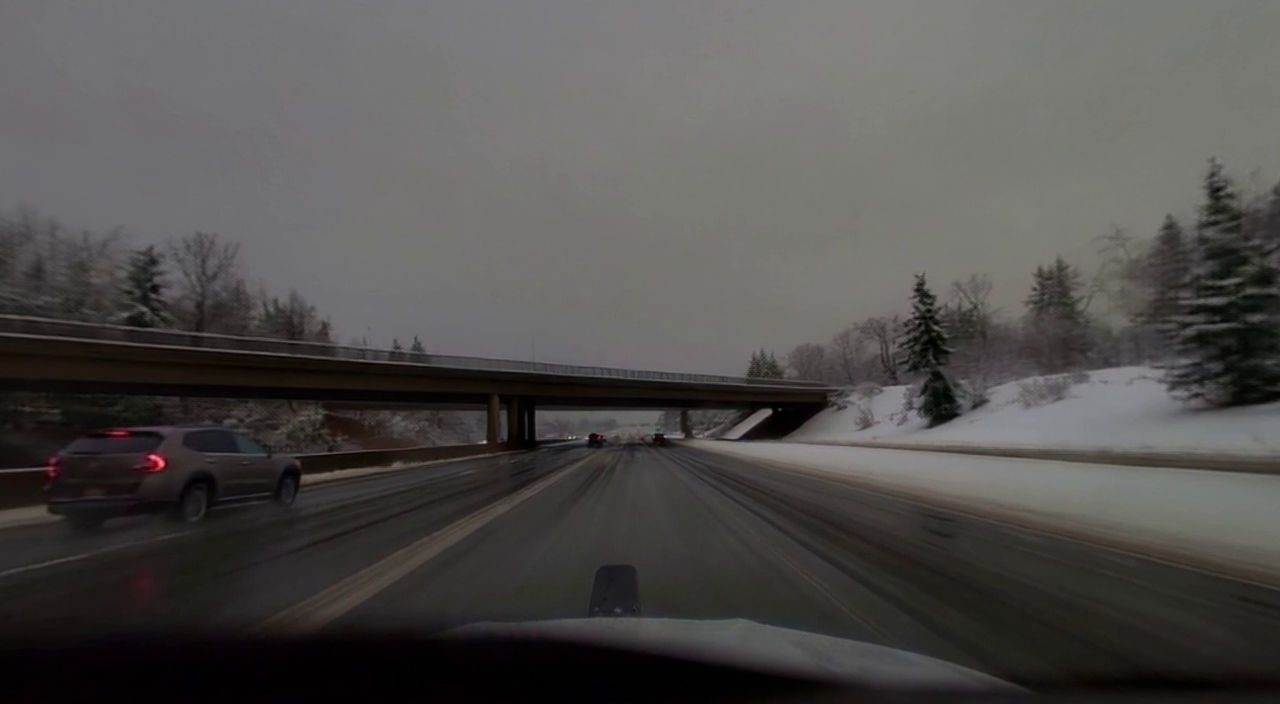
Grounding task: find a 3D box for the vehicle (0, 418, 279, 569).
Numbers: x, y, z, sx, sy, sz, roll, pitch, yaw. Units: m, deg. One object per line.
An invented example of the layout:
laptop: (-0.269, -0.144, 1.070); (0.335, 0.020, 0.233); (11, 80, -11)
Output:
vehicle: (-7.393, 1.749, 8.696); (2.118, 1.524, 4.422); (0, -8, 1)
